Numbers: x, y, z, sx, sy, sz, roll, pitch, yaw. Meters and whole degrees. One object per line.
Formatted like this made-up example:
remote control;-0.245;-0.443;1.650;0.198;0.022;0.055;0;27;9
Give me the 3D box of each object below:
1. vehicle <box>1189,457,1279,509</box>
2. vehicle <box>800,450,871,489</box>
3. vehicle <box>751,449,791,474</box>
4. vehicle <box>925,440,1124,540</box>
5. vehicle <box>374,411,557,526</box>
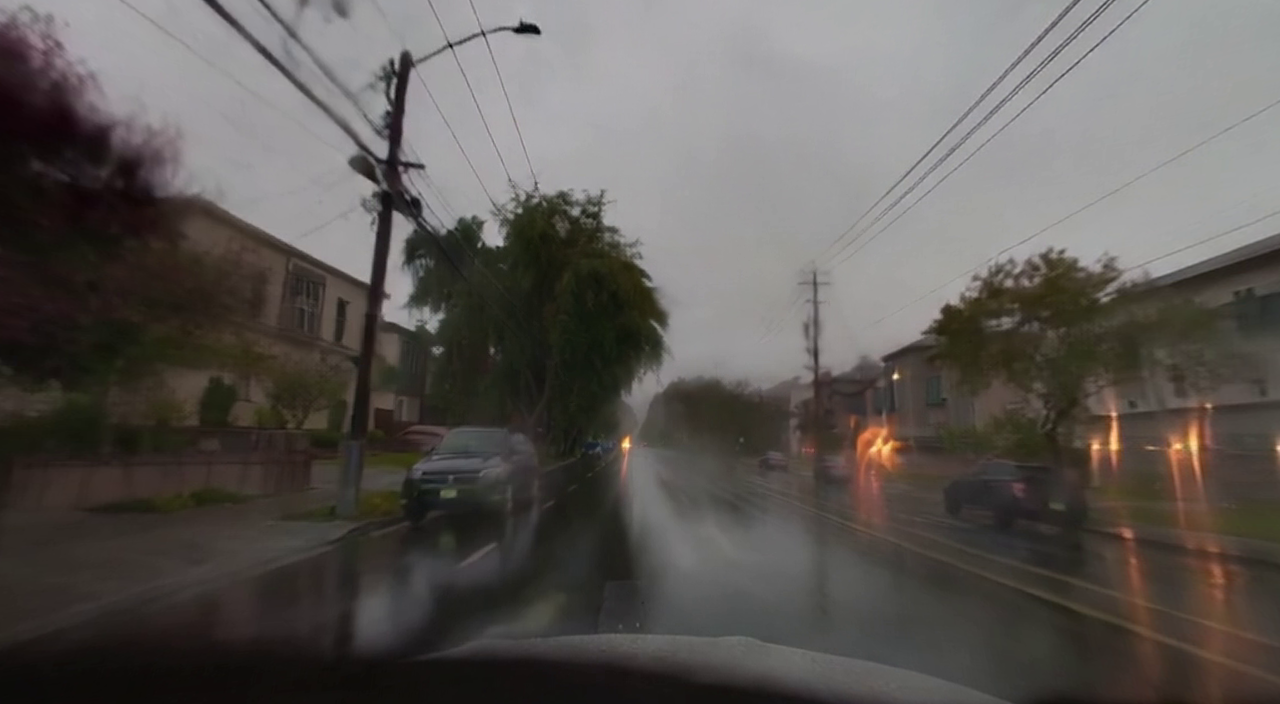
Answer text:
vehicle;22.313;4.537;22.110;4.172;1.630;2.112;0;-9;-2
vehicle;9.613;5.787;31.495;1.977;1.495;4.800;8;-8;1
vehicle;9.490;7.966;46.045;1.930;1.456;4.511;8;-8;2
vehicle;9.595;3.390;16.325;2.156;1.882;4.790;8;-8;1
vehicle;-3.303;2.375;13.489;2.290;1.924;5.536;0;-8;0
